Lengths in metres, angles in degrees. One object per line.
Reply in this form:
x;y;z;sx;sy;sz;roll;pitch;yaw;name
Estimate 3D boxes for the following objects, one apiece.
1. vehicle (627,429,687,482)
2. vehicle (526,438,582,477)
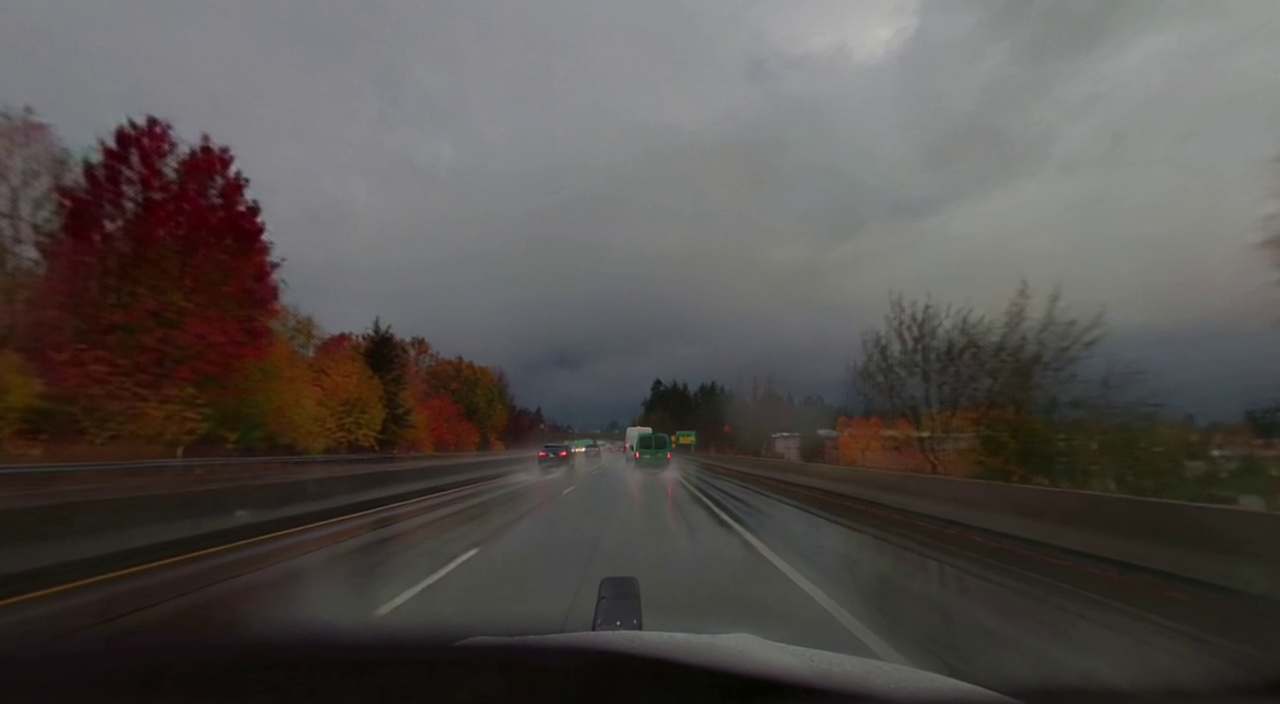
0.588;4.205;25.586;2.179;1.930;4.538;0;-9;-1;vehicle
-4.034;5.040;30.046;2.088;1.688;4.365;0;-9;0;vehicle
